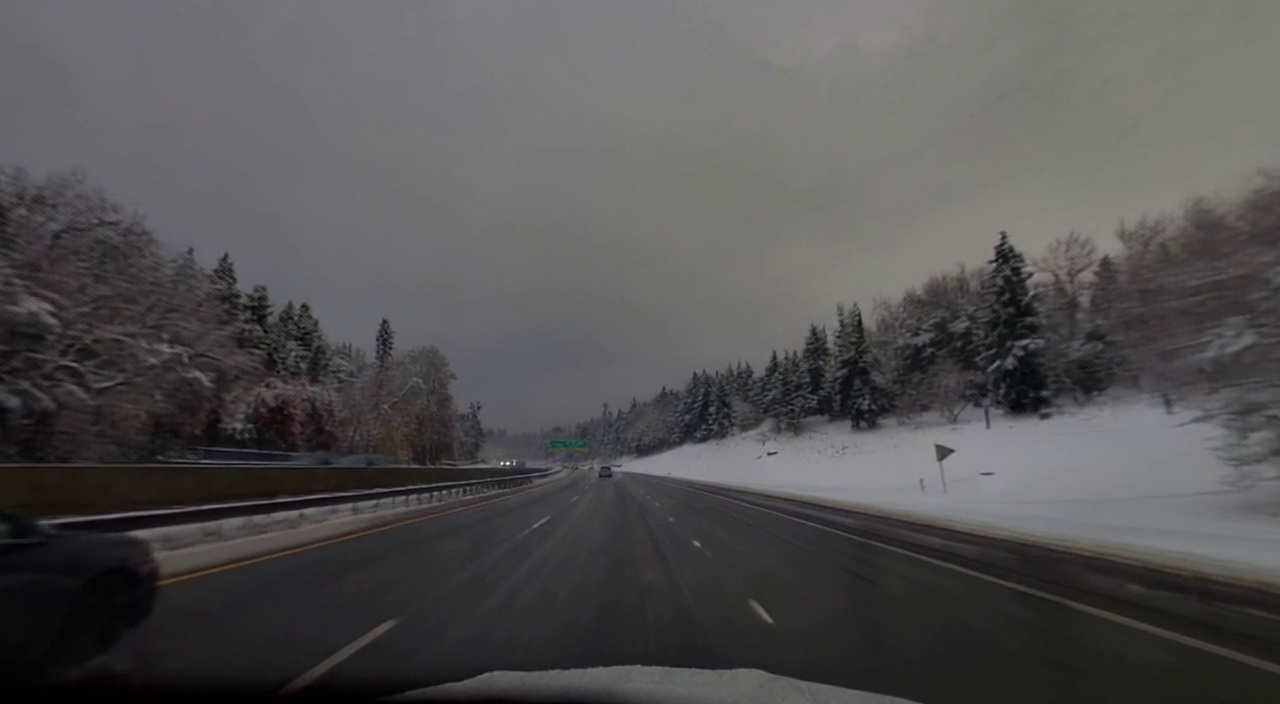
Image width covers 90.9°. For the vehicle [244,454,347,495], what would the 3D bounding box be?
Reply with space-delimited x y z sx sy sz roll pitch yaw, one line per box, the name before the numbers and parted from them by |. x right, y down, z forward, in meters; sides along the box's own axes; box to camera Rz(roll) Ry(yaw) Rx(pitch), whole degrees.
vehicle | -13.460 4.826 24.897 1.853 1.426 3.982 1 -11 -1

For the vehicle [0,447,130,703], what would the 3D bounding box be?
vehicle | -4.699 0.975 1.942 2.131 1.485 4.858 1 -11 0
